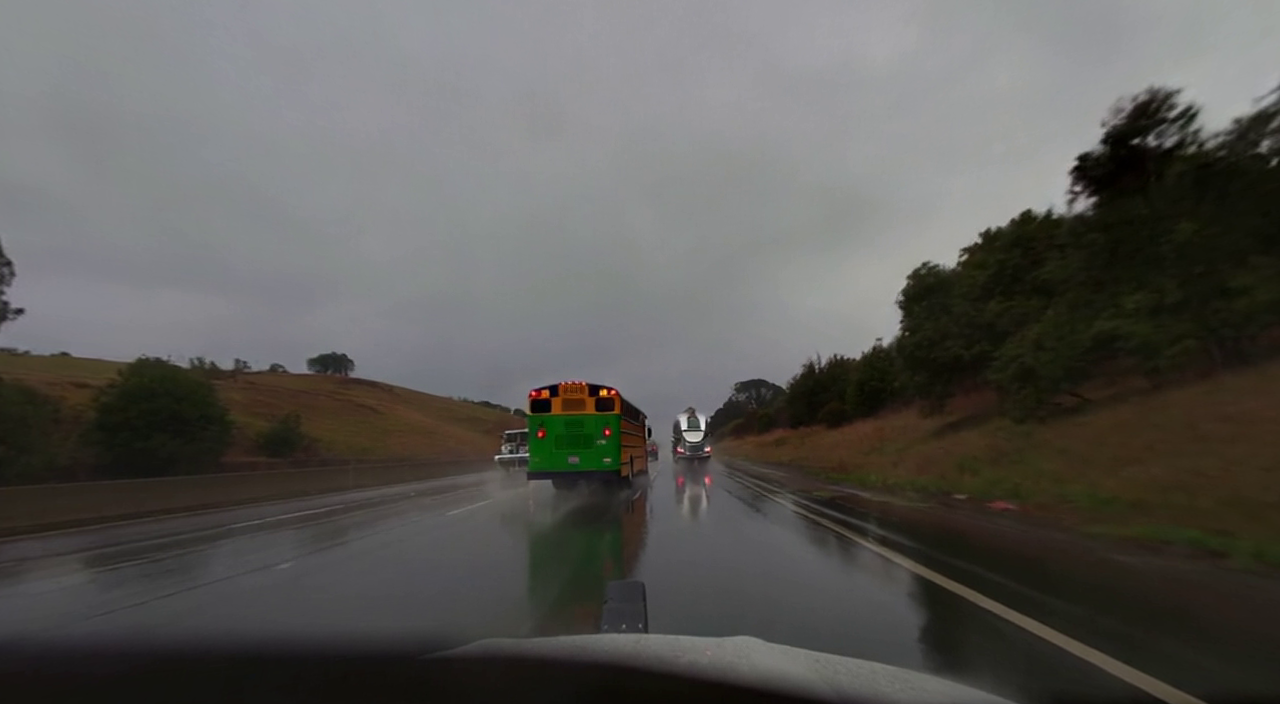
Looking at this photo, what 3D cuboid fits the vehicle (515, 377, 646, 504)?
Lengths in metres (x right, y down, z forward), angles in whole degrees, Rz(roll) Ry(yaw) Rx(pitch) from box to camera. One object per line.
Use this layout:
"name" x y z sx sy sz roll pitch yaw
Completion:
"vehicle" -1.507 3.068 21.763 2.948 3.265 10.569 -1 -8 3

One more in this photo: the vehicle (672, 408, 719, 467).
"vehicle" 3.687 5.956 43.400 2.716 3.705 7.018 0 -9 1
